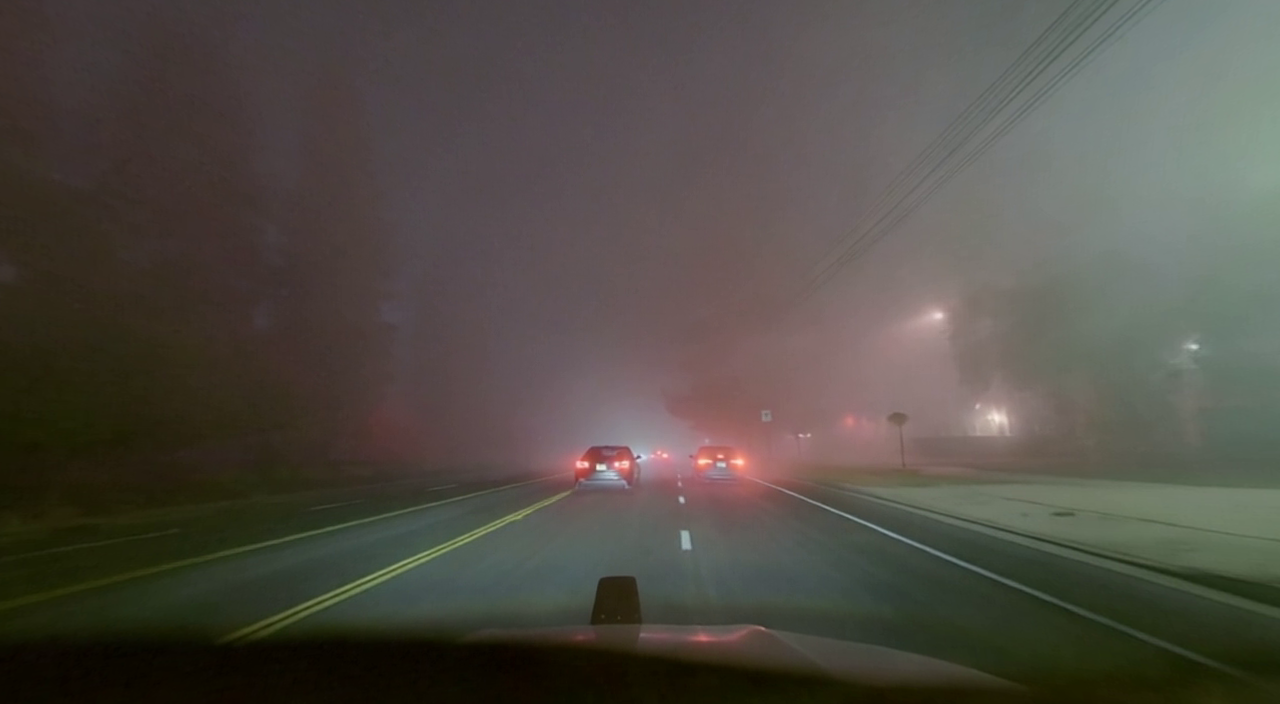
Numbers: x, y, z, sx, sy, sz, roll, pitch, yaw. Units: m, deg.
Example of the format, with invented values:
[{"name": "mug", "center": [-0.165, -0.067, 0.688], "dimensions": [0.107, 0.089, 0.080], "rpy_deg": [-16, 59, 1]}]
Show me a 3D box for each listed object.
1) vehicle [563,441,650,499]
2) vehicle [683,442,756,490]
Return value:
[{"name": "vehicle", "center": [-0.816, 3.342, 18.235], "dimensions": [2.030, 1.467, 4.403], "rpy_deg": [-1, -9, 3]}, {"name": "vehicle", "center": [2.568, 3.796, 21.324], "dimensions": [2.065, 1.456, 4.099], "rpy_deg": [-1, -9, 2]}]
